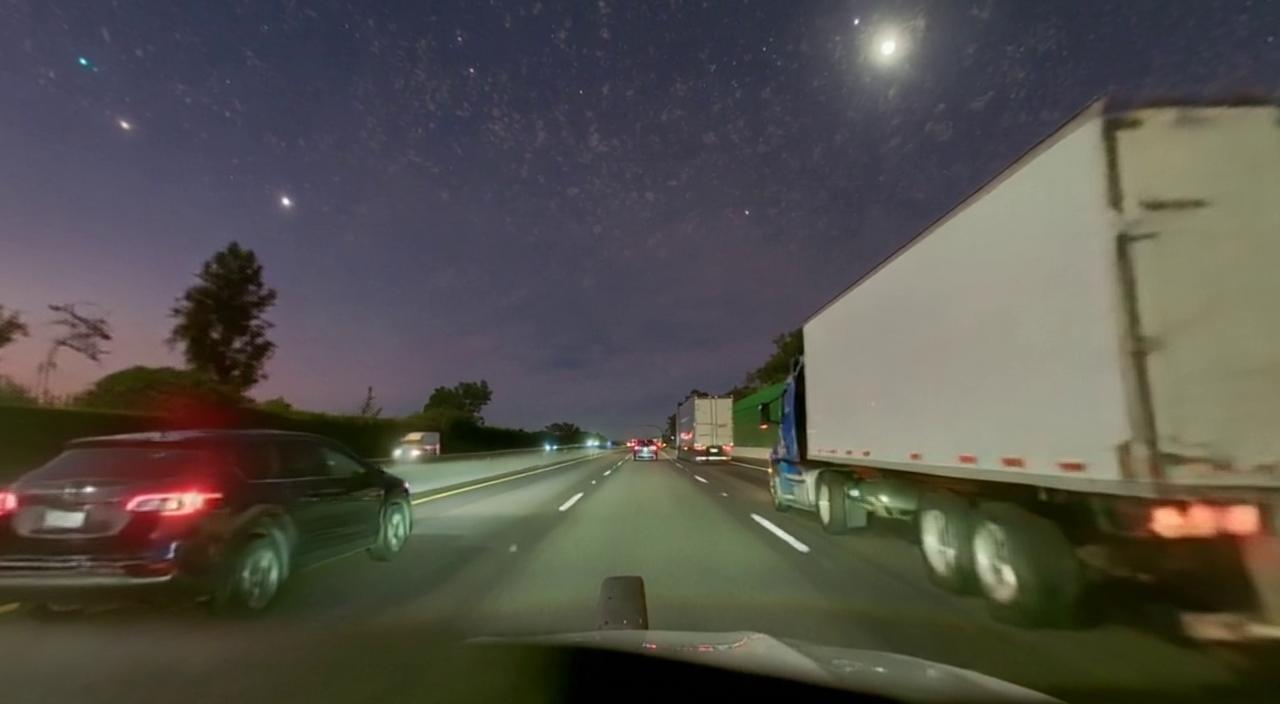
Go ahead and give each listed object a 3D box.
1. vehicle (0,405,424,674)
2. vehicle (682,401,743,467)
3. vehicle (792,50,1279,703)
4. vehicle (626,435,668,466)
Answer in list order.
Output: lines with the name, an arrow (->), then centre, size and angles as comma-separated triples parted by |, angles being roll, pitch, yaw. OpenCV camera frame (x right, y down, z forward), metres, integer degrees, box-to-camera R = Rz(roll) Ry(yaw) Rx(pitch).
vehicle -> -3.682, 1.347, 5.646 | 1.988, 1.488, 4.113 | 0, -8, 1
vehicle -> 5.098, 6.216, 47.207 | 3.117, 4.150, 13.929 | 0, -8, 1
vehicle -> 4.097, 0.648, 7.220 | 2.742, 3.383, 8.285 | 0, -8, 1
vehicle -> 0.431, 5.998, 38.434 | 2.389, 1.760, 4.473 | 0, -8, 0
